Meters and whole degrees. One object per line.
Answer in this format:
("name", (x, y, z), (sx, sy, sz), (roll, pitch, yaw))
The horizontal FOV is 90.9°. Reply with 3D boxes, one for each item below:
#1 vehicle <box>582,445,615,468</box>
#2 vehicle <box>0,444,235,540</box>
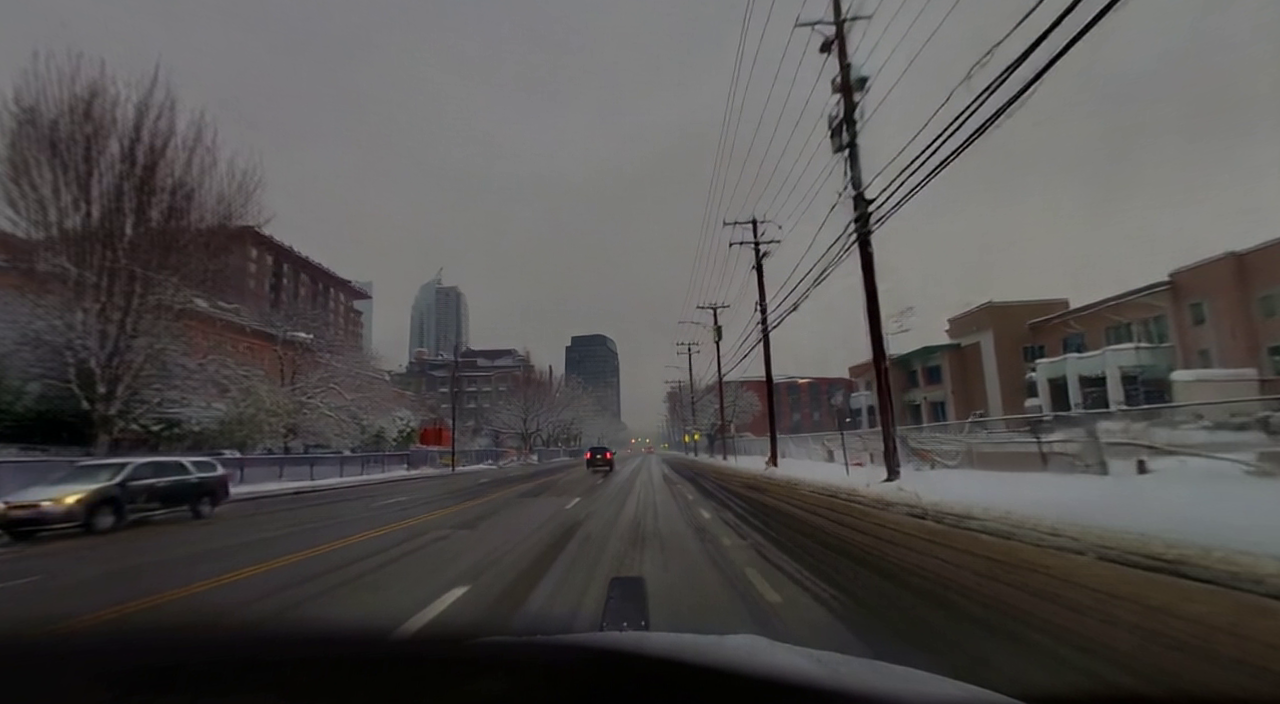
("vehicle", (-2.980, 7.669, 46.488), (2.036, 1.589, 4.549), (-1, -8, 2))
("vehicle", (-12.073, 3.164, 14.941), (2.052, 1.898, 4.253), (0, -8, 0))
